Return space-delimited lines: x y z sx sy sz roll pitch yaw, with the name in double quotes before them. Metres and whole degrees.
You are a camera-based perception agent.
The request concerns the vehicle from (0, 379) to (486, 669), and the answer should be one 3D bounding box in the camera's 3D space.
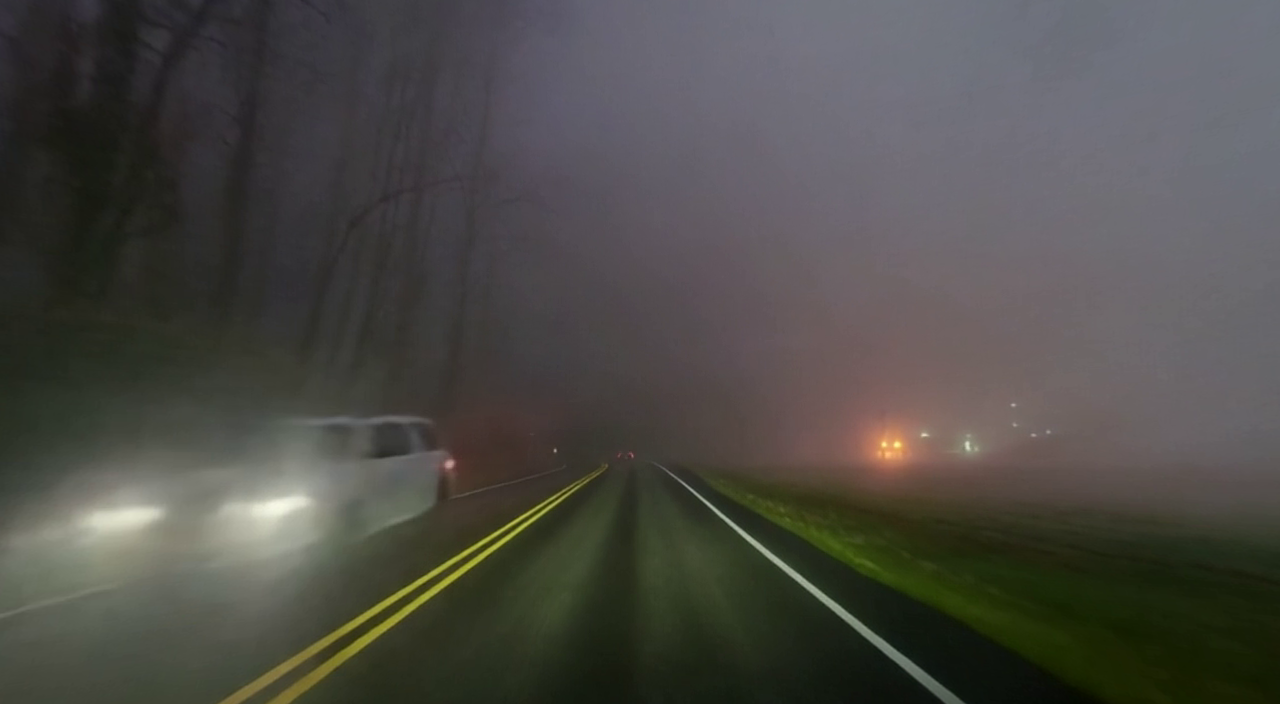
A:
"vehicle" -3.895 1.625 7.492 2.531 1.923 6.417 0 -9 0
